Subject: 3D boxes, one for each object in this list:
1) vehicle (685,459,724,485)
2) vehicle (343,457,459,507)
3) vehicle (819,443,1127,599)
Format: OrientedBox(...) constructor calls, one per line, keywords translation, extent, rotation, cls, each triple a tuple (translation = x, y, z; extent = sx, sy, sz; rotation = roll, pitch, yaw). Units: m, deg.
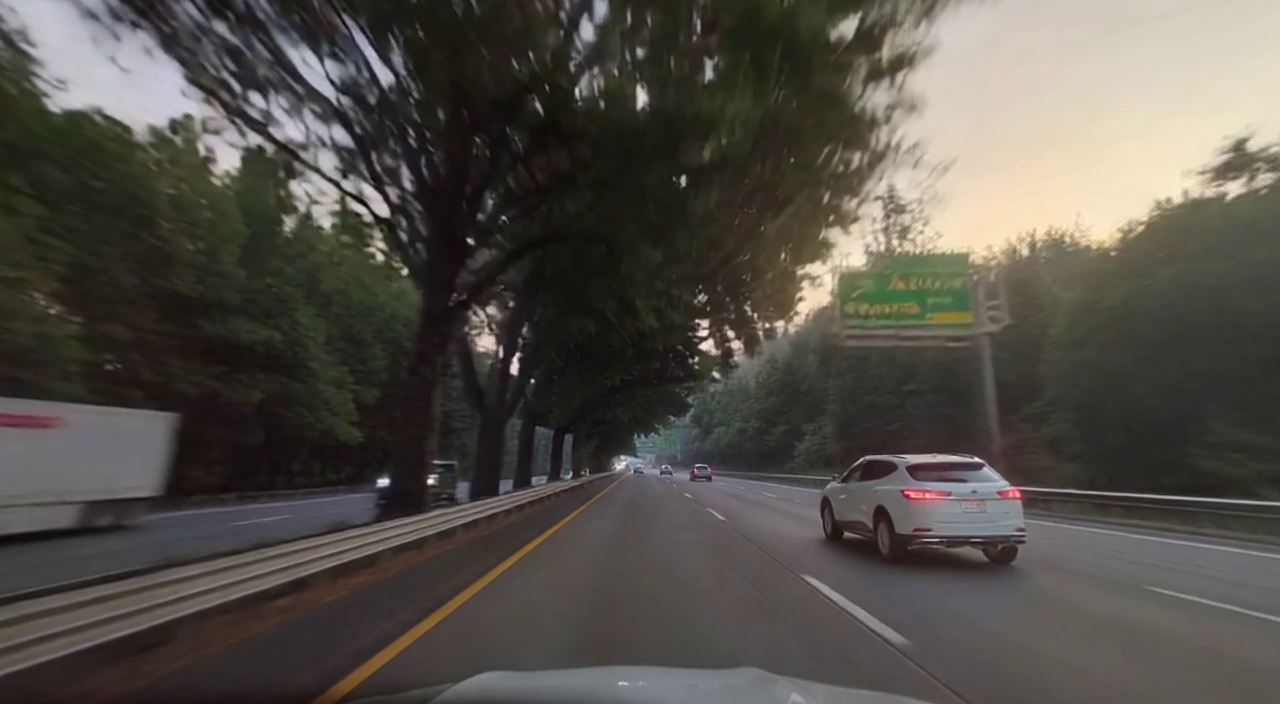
OrientedBox(translation=(4.122, 7.826, 41.022), extent=(2.156, 1.569, 3.821), rotation=(1, -10, 0), cls="vehicle")
OrientedBox(translation=(-8.018, 4.420, 21.678), extent=(2.206, 1.513, 4.401), rotation=(1, -10, 1), cls="vehicle")
OrientedBox(translation=(3.863, 2.038, 8.257), extent=(1.825, 1.494, 3.959), rotation=(1, -10, 0), cls="vehicle")
